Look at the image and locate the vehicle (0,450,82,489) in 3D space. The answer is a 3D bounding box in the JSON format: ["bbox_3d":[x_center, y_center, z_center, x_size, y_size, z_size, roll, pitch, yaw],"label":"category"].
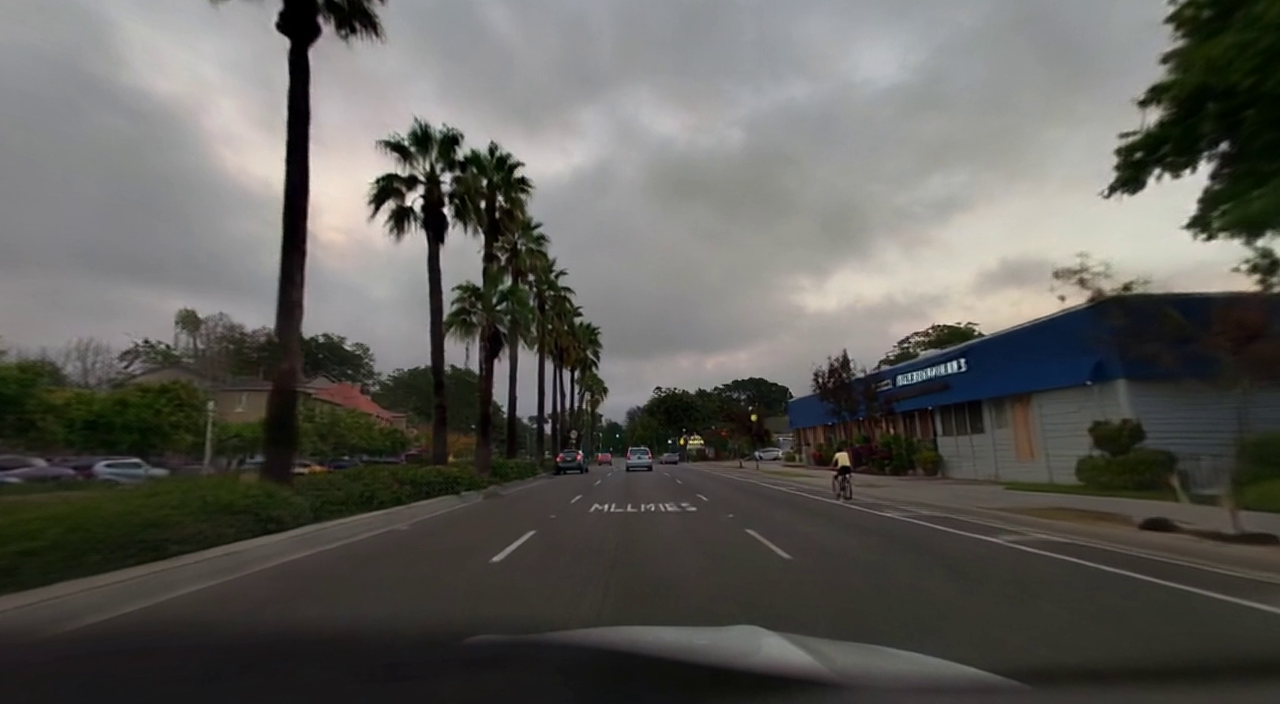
[{"bbox_3d":[-34.470,6.523,34.868,5.109,2.014,2.269,-2,-10,2],"label":"vehicle"}]

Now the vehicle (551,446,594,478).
[{"bbox_3d":[-3.946,6.501,37.644,2.071,1.744,4.500,0,-9,1],"label":"vehicle"}]

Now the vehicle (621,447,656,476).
[{"bbox_3d":[-0.120,6.694,38.928,2.102,1.653,3.698,0,-9,-1],"label":"vehicle"}]

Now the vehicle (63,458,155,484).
[{"bbox_3d":[-35.179,7.876,41.943,4.274,1.625,2.070,-1,-9,2],"label":"vehicle"}]
